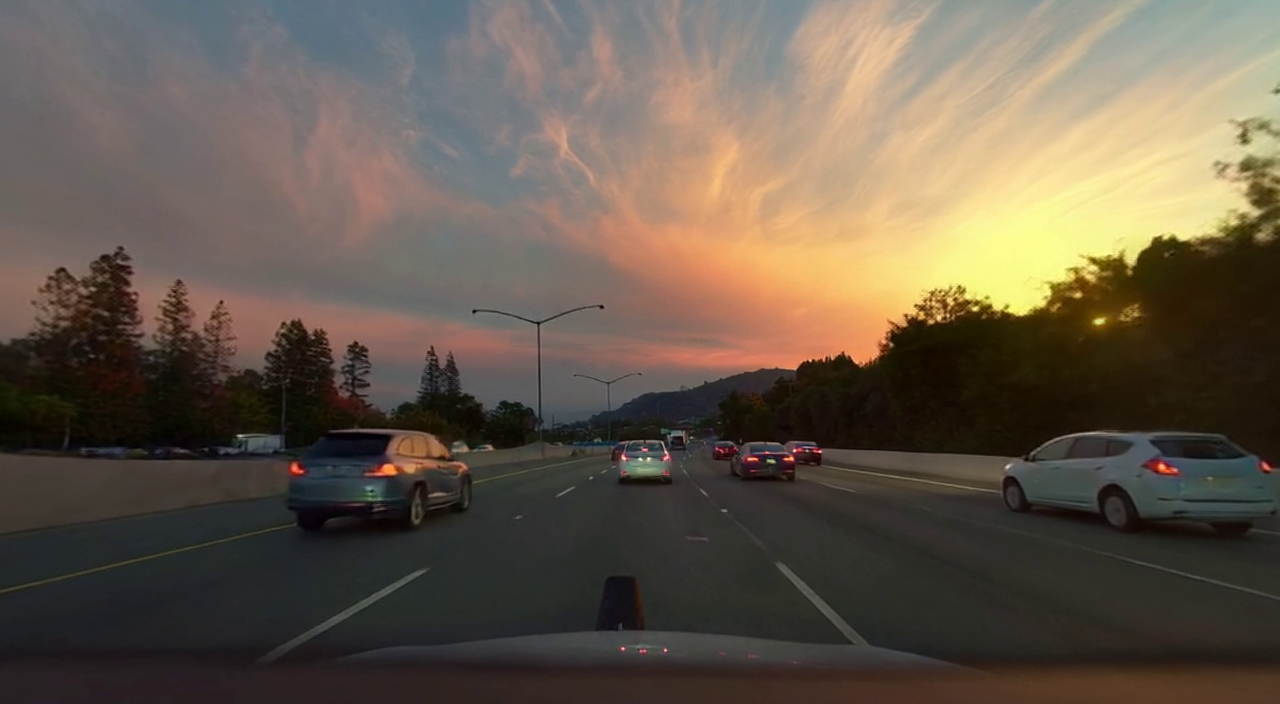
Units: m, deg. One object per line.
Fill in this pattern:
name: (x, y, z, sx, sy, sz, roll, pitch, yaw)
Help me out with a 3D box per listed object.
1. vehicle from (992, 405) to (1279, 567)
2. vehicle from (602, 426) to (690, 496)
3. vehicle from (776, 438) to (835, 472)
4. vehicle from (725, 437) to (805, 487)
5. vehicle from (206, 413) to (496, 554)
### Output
vehicle: (7.394, 1.755, 8.945, 2.028, 1.657, 4.823, 0, -9, 1)
vehicle: (0.216, 3.023, 17.750, 2.181, 1.728, 3.970, 0, -9, 2)
vehicle: (8.264, 5.177, 31.866, 1.956, 1.588, 4.305, 0, -9, 3)
vehicle: (4.192, 3.766, 21.789, 1.999, 1.514, 4.338, 0, -9, 2)
vehicle: (-3.942, 1.900, 9.797, 2.128, 1.627, 4.697, 0, -9, 2)
